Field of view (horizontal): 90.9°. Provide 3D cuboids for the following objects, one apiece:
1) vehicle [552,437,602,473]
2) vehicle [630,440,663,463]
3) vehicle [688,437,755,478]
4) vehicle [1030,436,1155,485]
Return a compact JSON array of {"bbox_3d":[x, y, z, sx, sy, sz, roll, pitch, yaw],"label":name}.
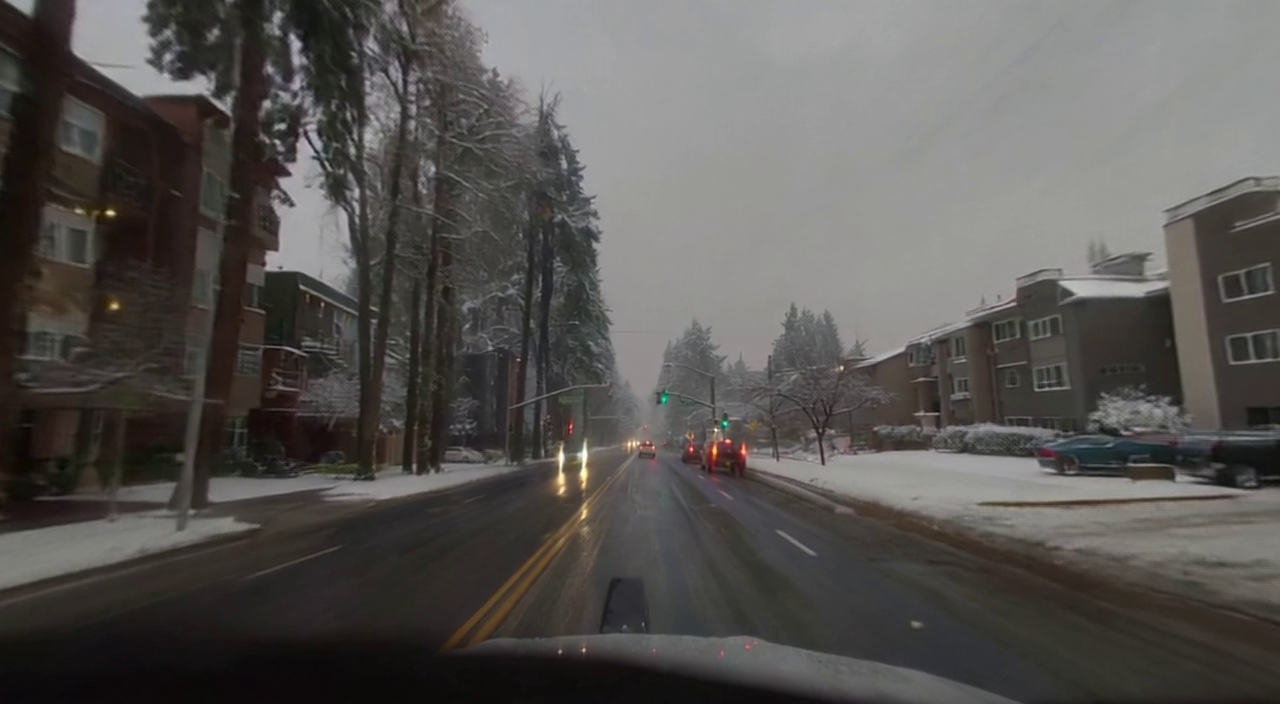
[{"bbox_3d":[-2.998,5.001,30.877,1.954,1.618,4.050,0,-8,1],"label":"vehicle"},{"bbox_3d":[0.364,6.614,42.170,2.097,1.463,4.043,0,-8,-1],"label":"vehicle"},{"bbox_3d":[3.205,4.263,25.836,2.078,1.488,4.741,0,-8,-1],"label":"vehicle"},{"bbox_3d":[17.928,4.293,25.212,1.831,1.778,3.787,1,-9,-8],"label":"vehicle"}]
